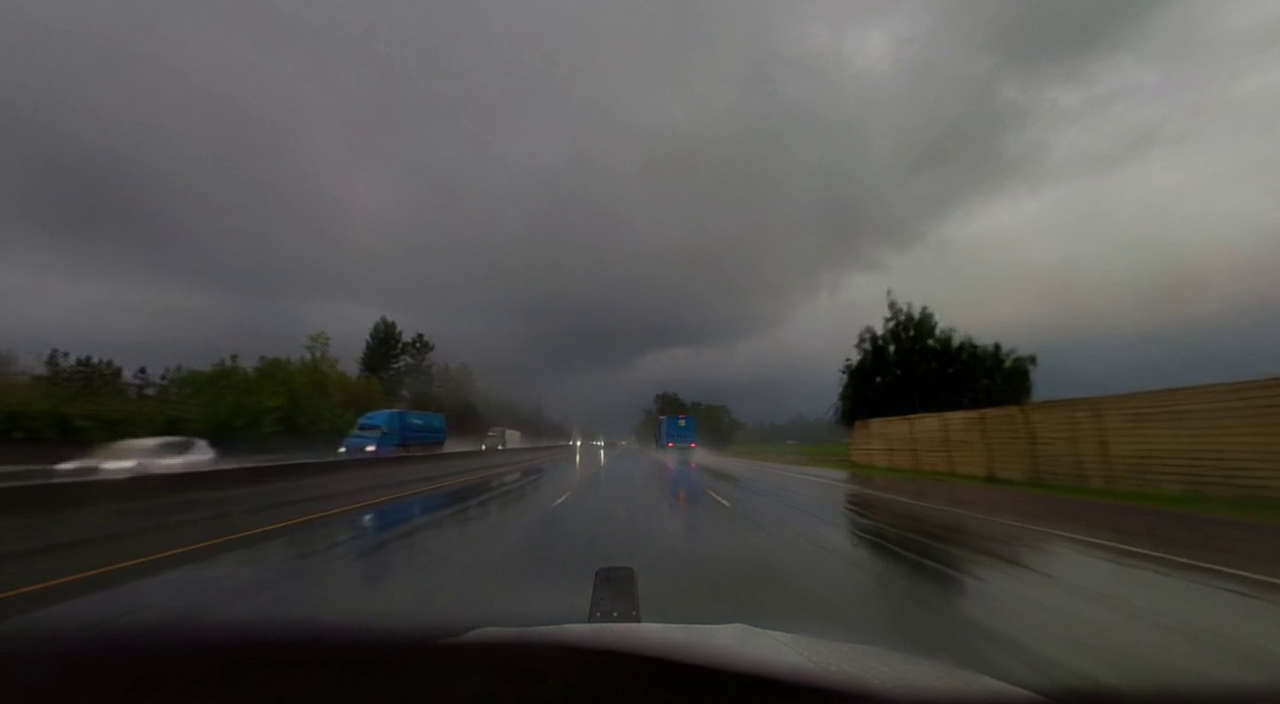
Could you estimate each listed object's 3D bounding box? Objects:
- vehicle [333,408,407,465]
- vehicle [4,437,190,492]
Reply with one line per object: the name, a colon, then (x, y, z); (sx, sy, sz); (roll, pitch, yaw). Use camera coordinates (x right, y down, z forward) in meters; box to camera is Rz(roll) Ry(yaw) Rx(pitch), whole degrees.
vehicle: (-20.336, 6.435, 47.776); (2.983, 3.974, 5.851); (-1, -8, -1)
vehicle: (-16.646, 3.434, 19.682); (1.892, 1.496, 4.409); (-1, -8, 0)
